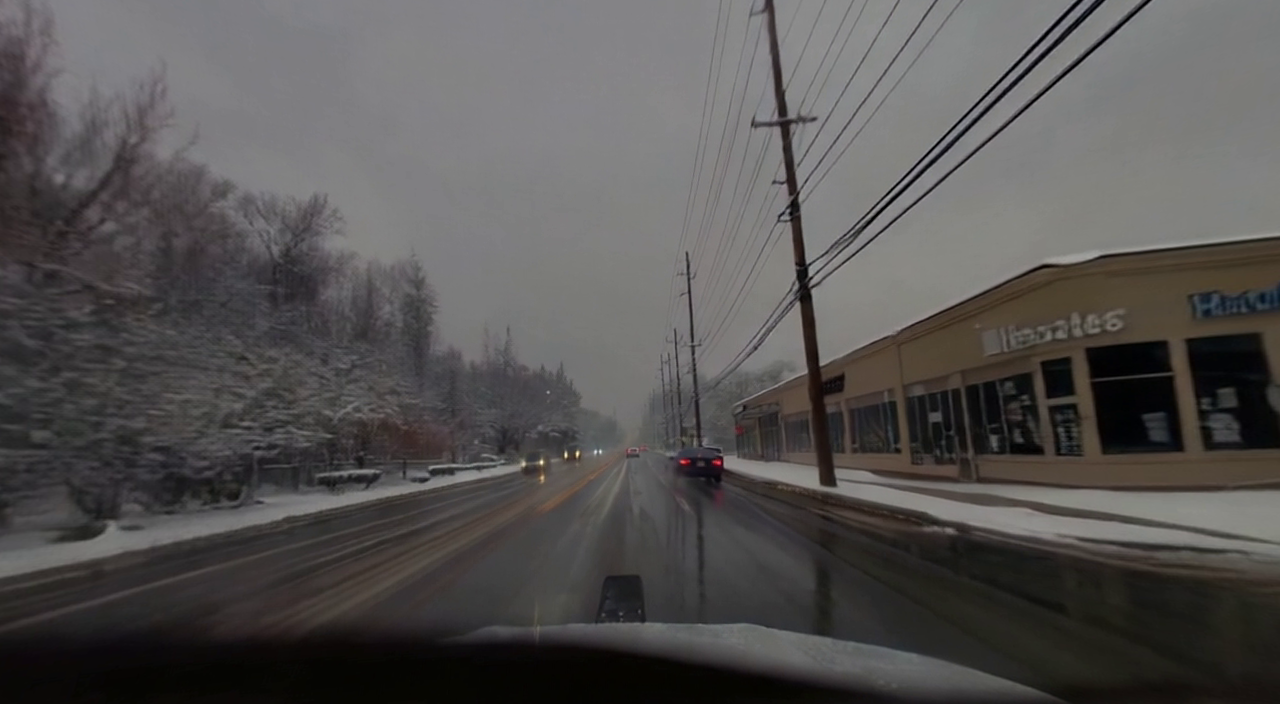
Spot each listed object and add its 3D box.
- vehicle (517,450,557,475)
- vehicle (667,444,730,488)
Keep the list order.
[{"bbox_3d":[-6.531,7.029,40.530,1.868,1.466,4.397,0,-9,0],"label":"vehicle"},{"bbox_3d":[2.149,4.316,24.214,1.975,1.497,3.647,0,-9,-2],"label":"vehicle"}]
